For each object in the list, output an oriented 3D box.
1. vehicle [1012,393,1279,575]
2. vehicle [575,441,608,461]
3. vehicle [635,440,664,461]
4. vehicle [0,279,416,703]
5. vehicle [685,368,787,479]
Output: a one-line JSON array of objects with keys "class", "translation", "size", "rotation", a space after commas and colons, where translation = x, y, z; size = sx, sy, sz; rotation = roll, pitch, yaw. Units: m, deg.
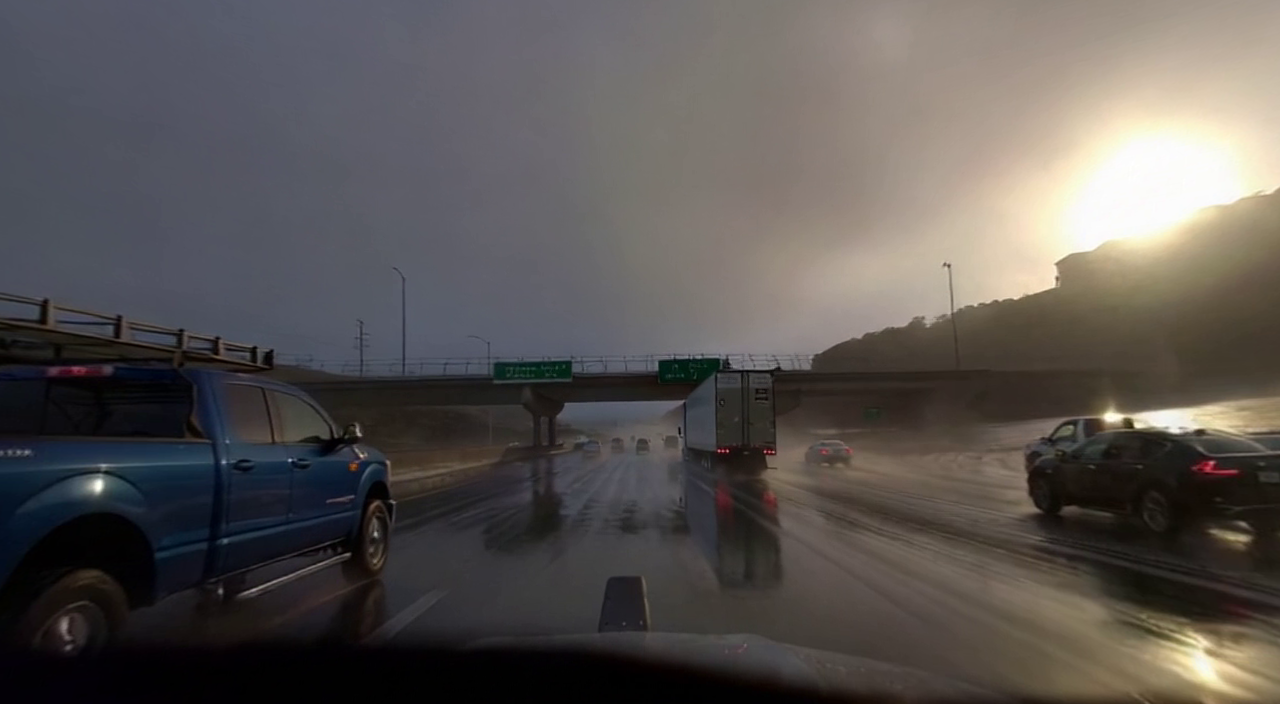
[{"class": "vehicle", "translation": [7.050, 1.526, 7.844], "size": [1.999, 1.700, 4.640], "rotation": [0, -8, 0]}, {"class": "vehicle", "translation": [-3.517, 7.264, 46.385], "size": [2.077, 1.446, 4.106], "rotation": [0, -8, 0]}, {"class": "vehicle", "translation": [0.654, 7.369, 47.306], "size": [2.092, 1.446, 4.092], "rotation": [0, -8, 0]}, {"class": "vehicle", "translation": [-3.975, 0.974, 4.244], "size": [2.599, 2.054, 6.288], "rotation": [0, -8, 0]}, {"class": "vehicle", "translation": [3.967, 3.557, 29.595], "size": [2.885, 4.036, 12.891], "rotation": [0, -8, 0]}]
